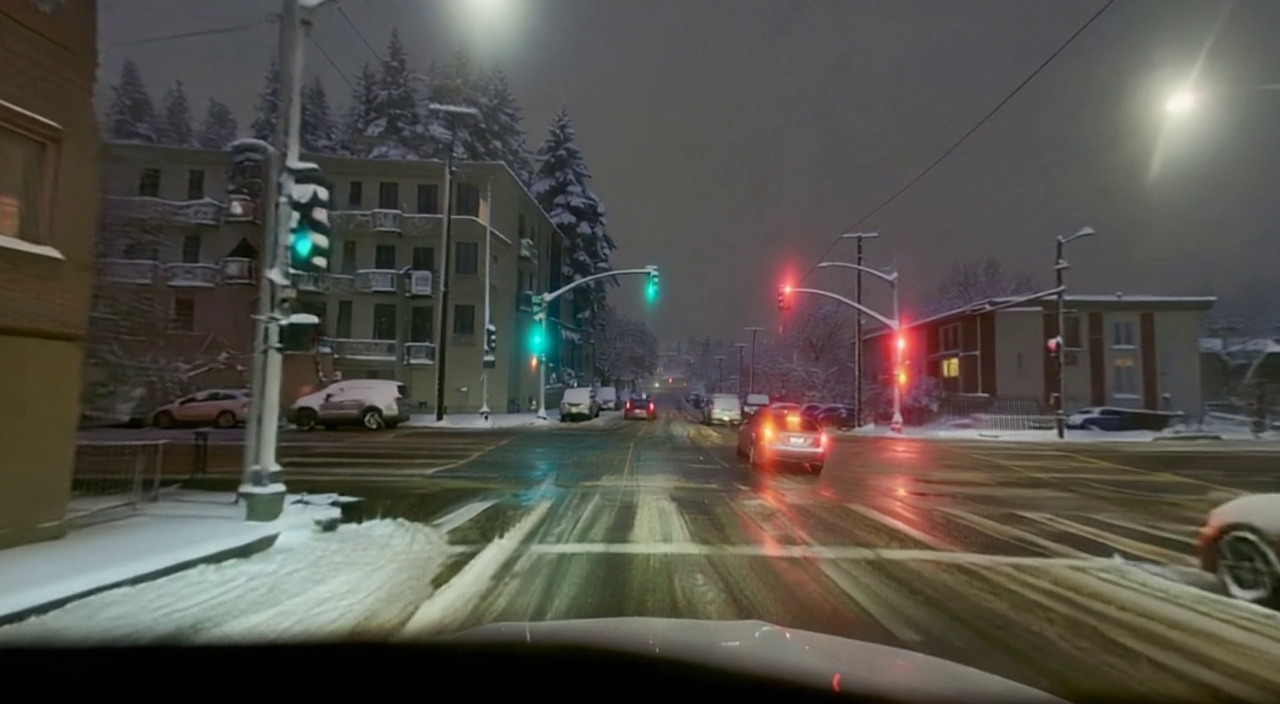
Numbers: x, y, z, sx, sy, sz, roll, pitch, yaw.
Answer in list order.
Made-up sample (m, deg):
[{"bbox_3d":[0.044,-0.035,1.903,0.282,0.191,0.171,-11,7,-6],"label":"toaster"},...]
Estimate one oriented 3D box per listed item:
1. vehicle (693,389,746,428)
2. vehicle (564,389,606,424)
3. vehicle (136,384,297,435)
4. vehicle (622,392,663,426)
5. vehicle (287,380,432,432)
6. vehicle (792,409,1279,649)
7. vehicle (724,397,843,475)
[{"bbox_3d":[3.854,2.873,31.248,2.093,1.655,4.327,0,-8,1],"label":"vehicle"},{"bbox_3d":[-2.724,2.805,31.867,1.878,1.521,3.697,0,-8,-1],"label":"vehicle"},{"bbox_3d":[-15.587,2.158,23.366,4.571,1.758,1.930,0,-8,2],"label":"vehicle"},{"bbox_3d":[0.163,2.910,31.583,1.923,1.460,3.923,0,-8,1],"label":"vehicle"},{"bbox_3d":[-10.204,2.021,23.220,4.304,1.755,2.083,0,-8,1],"label":"vehicle"},{"bbox_3d":[3.100,1.425,6.243,2.055,1.450,4.676,0,-8,0],"label":"vehicle"},{"bbox_3d":[3.308,1.918,15.358,1.970,1.490,4.016,0,-2,0],"label":"vehicle"}]
